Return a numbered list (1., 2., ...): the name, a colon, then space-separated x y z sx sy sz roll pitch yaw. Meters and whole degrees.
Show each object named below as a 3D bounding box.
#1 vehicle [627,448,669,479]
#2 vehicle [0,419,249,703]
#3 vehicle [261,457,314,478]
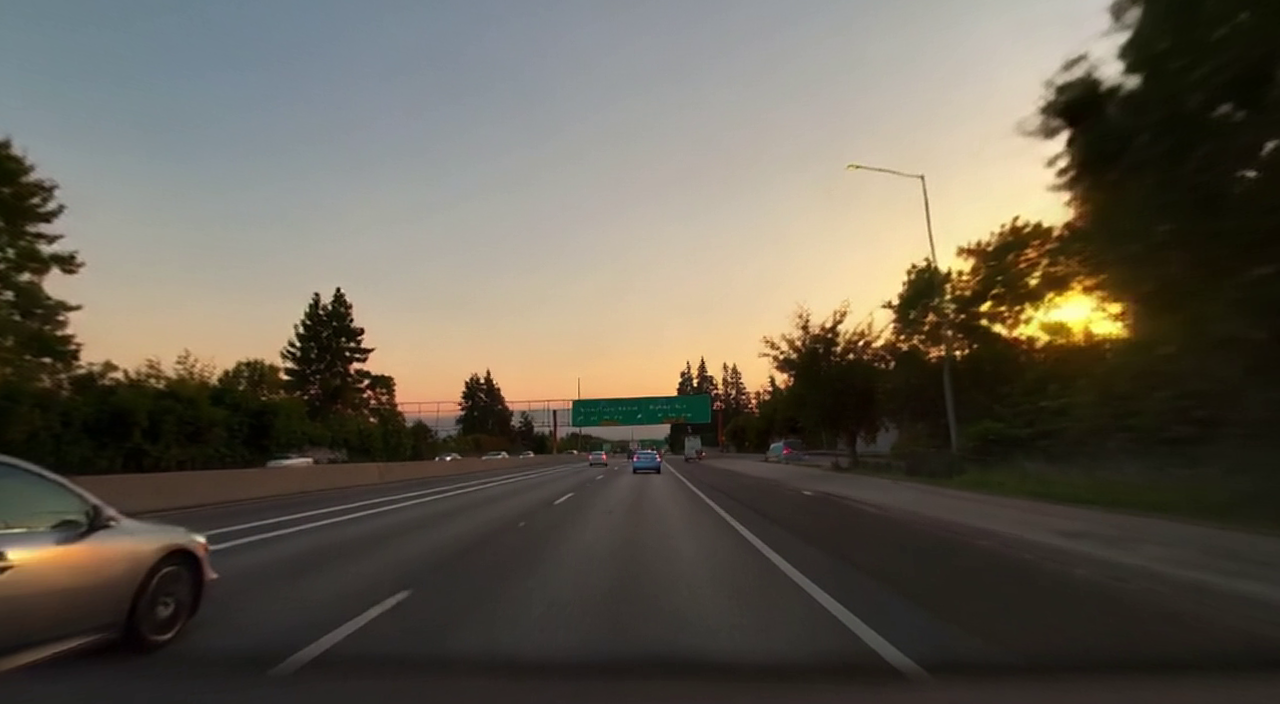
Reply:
1. vehicle: 0.413 5.590 31.834 2.002 1.449 3.612 0 -9 0
2. vehicle: -3.900 0.983 2.421 2.062 1.474 4.151 0 -9 1
3. vehicle: -26.055 8.518 46.725 1.807 1.484 3.871 0 -9 -2
